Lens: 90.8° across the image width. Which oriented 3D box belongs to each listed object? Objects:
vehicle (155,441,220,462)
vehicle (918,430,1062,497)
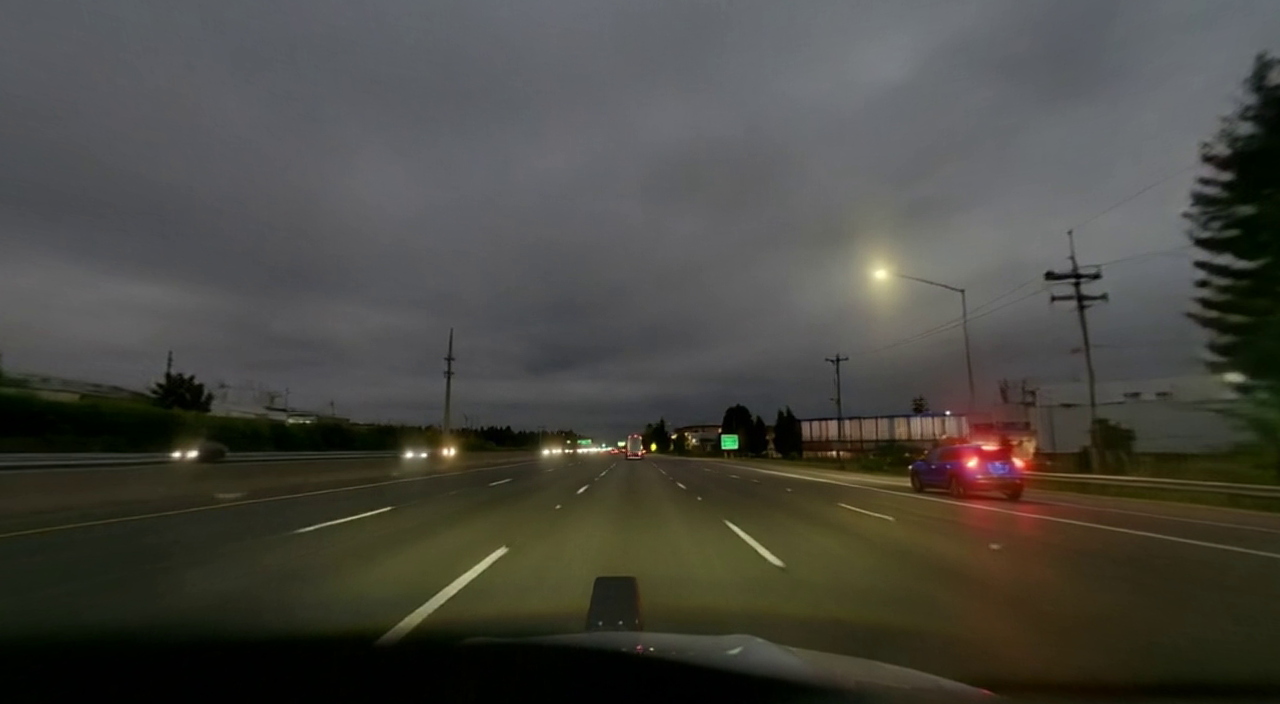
[{"bbox_3d":[-34.113,7.499,47.675,1.826,1.521,4.192,0,-9,-2],"label":"vehicle"},{"bbox_3d":[13.493,4.343,24.889,2.411,2.326,5.300,0,-9,-3],"label":"vehicle"}]
